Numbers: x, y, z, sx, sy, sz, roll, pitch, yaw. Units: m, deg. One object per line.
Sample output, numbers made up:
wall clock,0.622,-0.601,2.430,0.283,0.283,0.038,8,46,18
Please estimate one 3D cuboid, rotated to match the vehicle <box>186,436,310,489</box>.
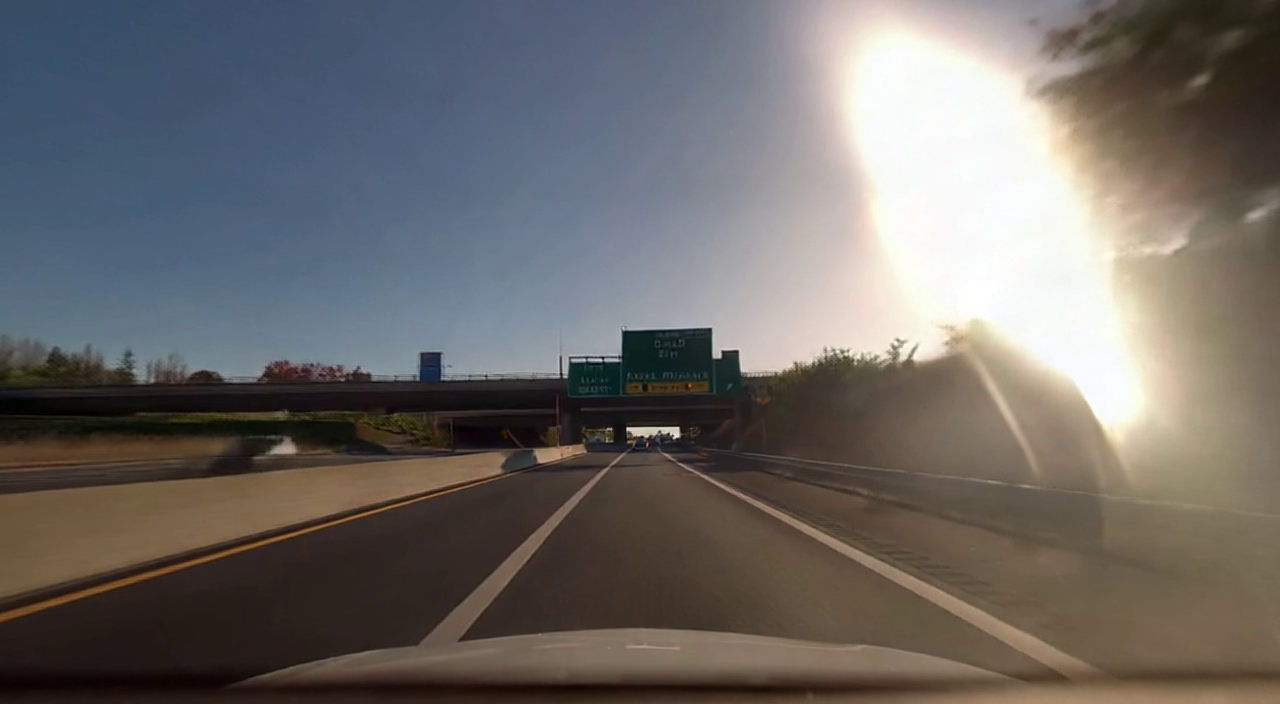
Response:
vehicle,-13.871,3.904,22.558,1.855,1.710,4.028,0,-8,-1
